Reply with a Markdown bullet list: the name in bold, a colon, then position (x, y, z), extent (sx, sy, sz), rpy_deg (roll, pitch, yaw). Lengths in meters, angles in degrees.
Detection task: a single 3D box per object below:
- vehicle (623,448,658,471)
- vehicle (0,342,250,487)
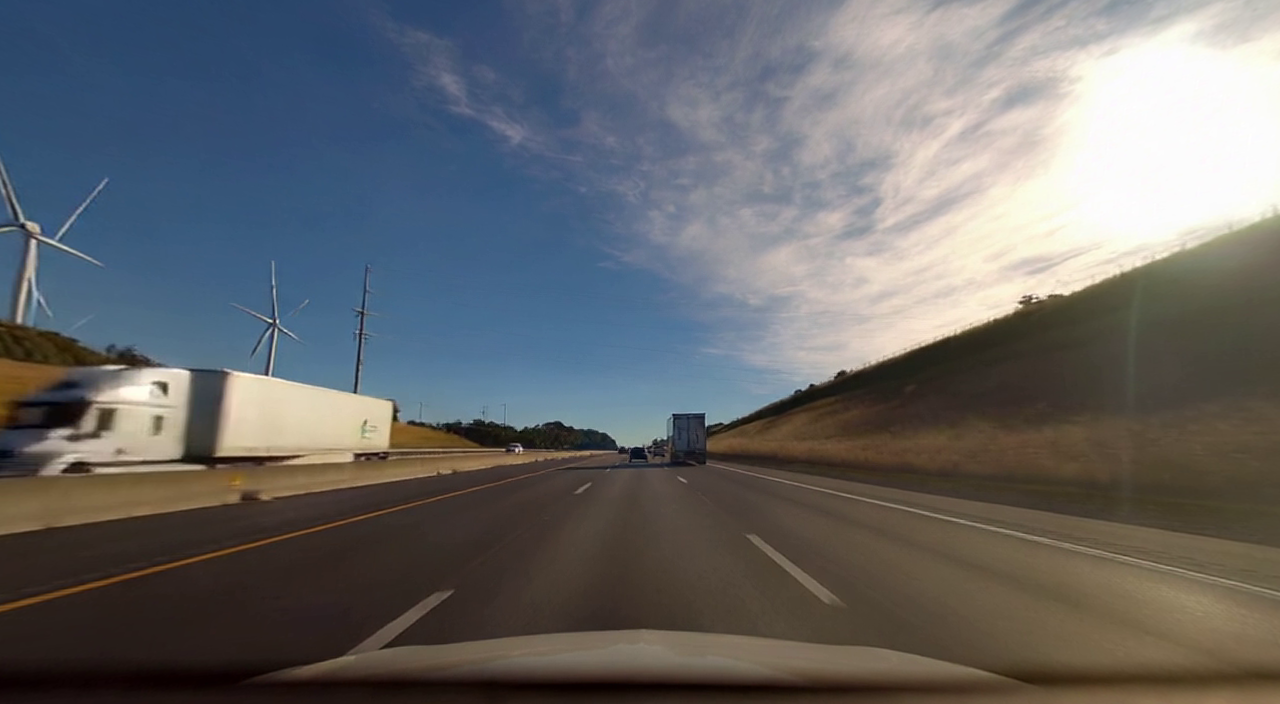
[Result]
- **vehicle**: position (0.038, 7.140, 42.091), extent (2.209, 1.453, 3.695), rpy_deg (0, -9, 0)
- **vehicle**: position (-15.787, 2.081, 19.799), extent (3.185, 3.867, 5.948), rpy_deg (0, -9, -2)
